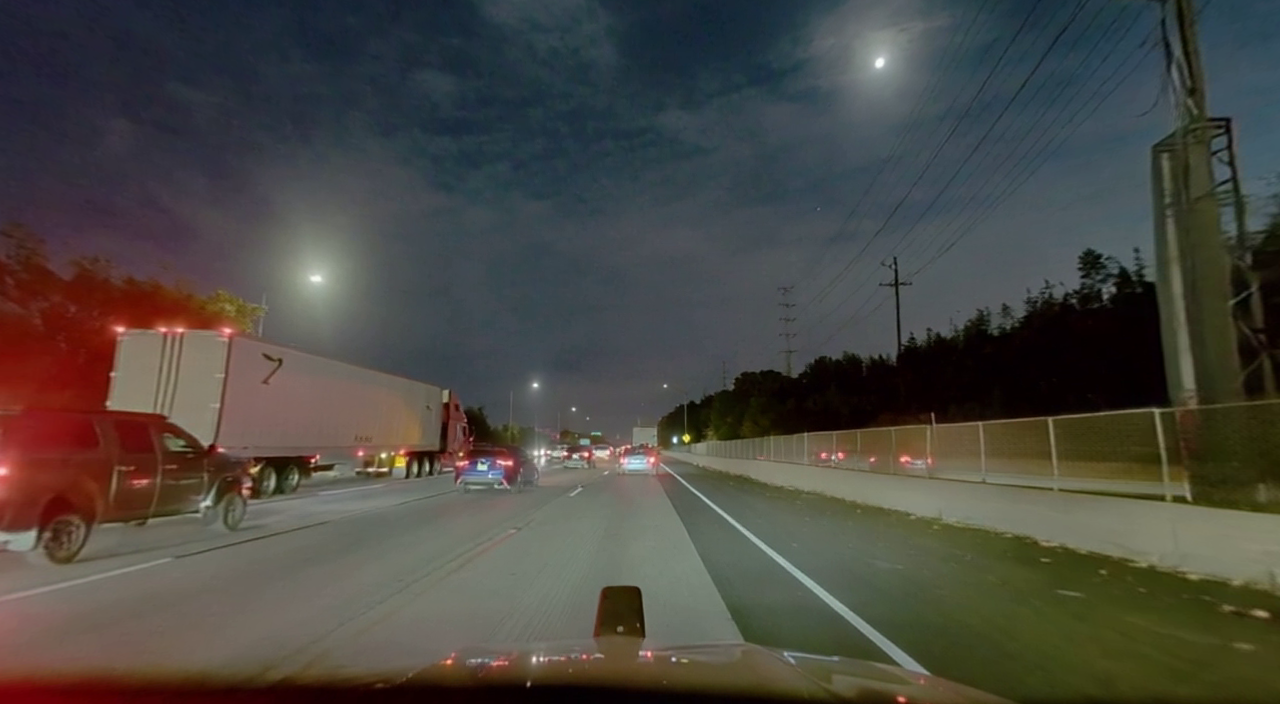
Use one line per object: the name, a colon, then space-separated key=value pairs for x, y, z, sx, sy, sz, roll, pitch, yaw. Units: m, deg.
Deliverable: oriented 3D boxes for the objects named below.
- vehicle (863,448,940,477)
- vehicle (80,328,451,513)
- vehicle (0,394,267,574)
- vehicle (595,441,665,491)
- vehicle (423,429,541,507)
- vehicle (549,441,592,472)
vehicle: x=14.093 y=5.965 z=34.395 sx=2.027 sy=1.478 sz=4.849 roll=0 pitch=-9 yaw=-1
vehicle: x=-10.647 y=2.710 z=22.139 sx=2.892 sy=4.073 sz=16.528 roll=0 pitch=-9 yaw=0
vehicle: x=-7.593 y=1.658 z=8.459 sx=2.054 sy=1.825 sz=5.072 roll=0 pitch=-9 yaw=0
vehicle: x=-0.321 y=3.726 z=20.900 sx=2.089 sy=1.477 sz=3.818 roll=0 pitch=-9 yaw=-1
vehicle: x=-3.864 y=2.912 z=16.302 sx=1.923 sy=1.716 sz=4.289 roll=0 pitch=-9 yaw=0
vehicle: x=-4.062 y=6.194 z=37.667 sx=1.976 sy=1.705 sz=4.176 roll=0 pitch=-9 yaw=1
